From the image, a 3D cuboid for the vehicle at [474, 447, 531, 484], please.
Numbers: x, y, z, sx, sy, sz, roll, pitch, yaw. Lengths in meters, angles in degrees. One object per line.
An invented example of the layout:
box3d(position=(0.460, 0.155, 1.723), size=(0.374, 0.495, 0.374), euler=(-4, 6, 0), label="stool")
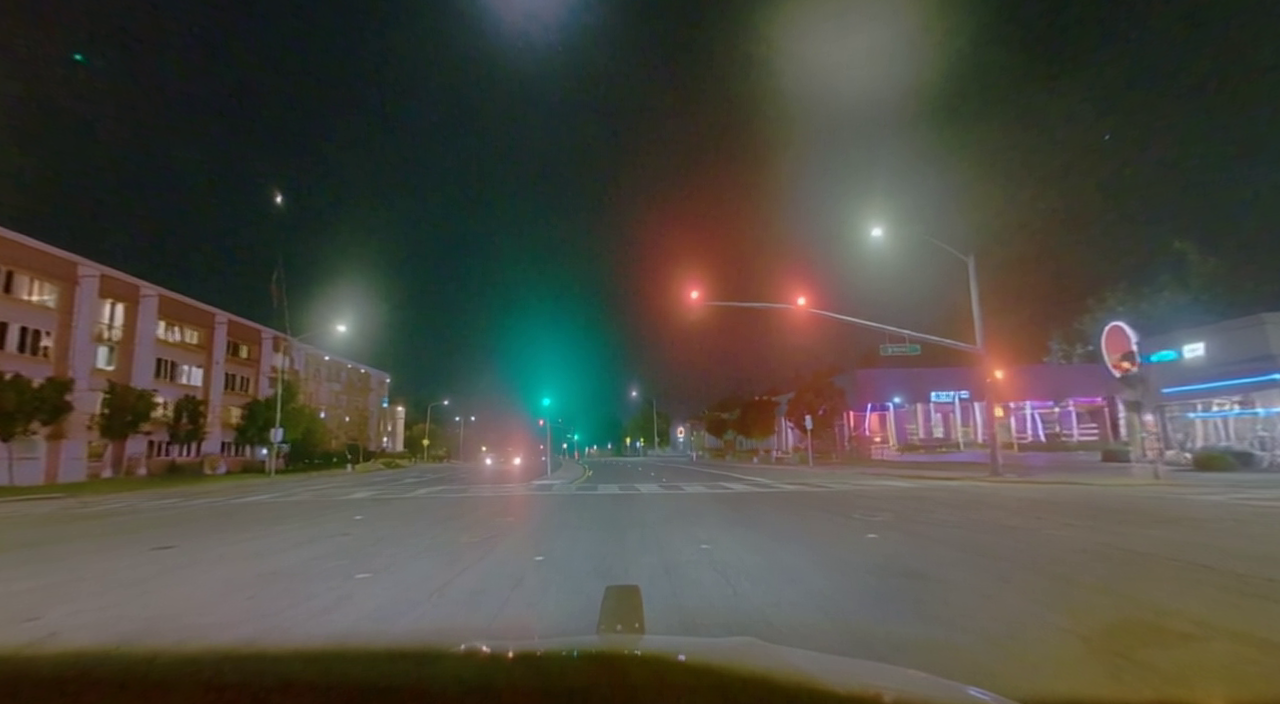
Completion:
box3d(position=(-6.221, 5.139, 28.994), size=(1.894, 1.474, 4.332), euler=(0, -8, -3), label="vehicle")
